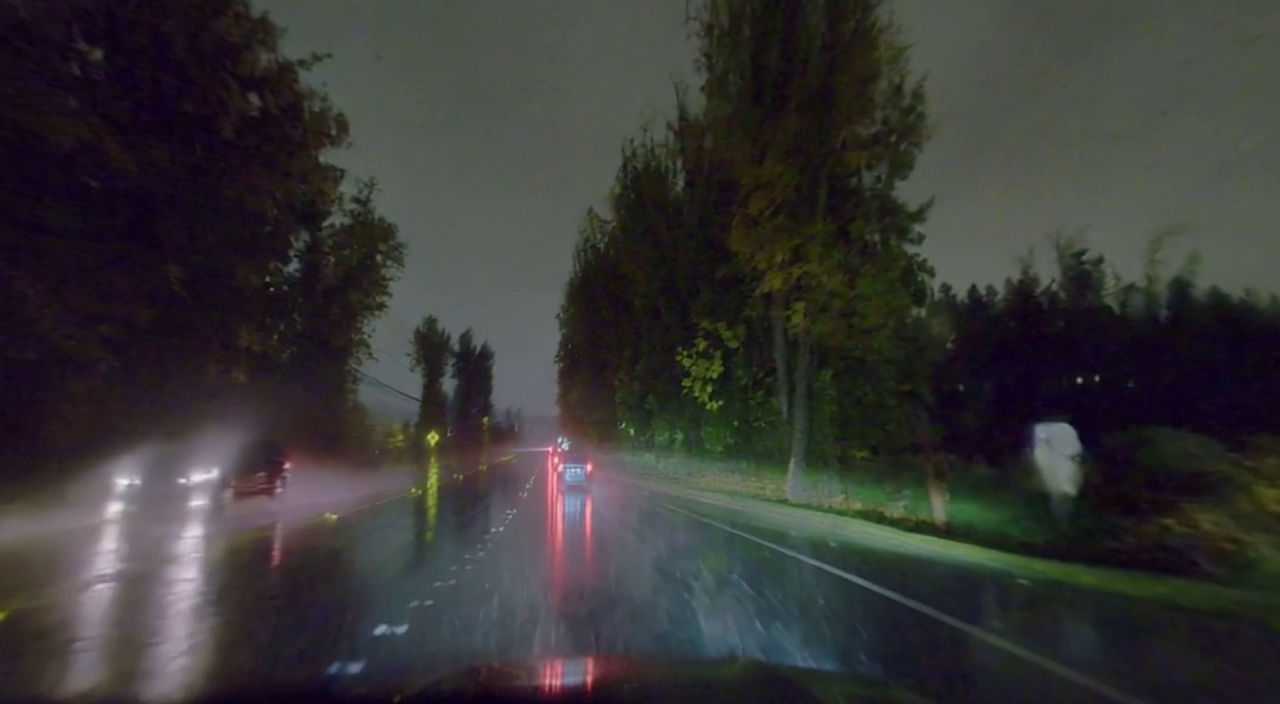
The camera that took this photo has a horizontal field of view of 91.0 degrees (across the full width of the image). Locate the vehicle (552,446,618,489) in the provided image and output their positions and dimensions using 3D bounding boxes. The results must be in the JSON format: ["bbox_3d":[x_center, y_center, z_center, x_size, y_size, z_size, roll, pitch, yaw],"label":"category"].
[{"bbox_3d":[-2.206,4.373,24.244,2.296,1.510,4.068,1,-9,-8],"label":"vehicle"}]

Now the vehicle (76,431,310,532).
[{"bbox_3d":[-8.357,2.410,12.310,1.894,1.621,3.900,1,-8,-5],"label":"vehicle"}]
